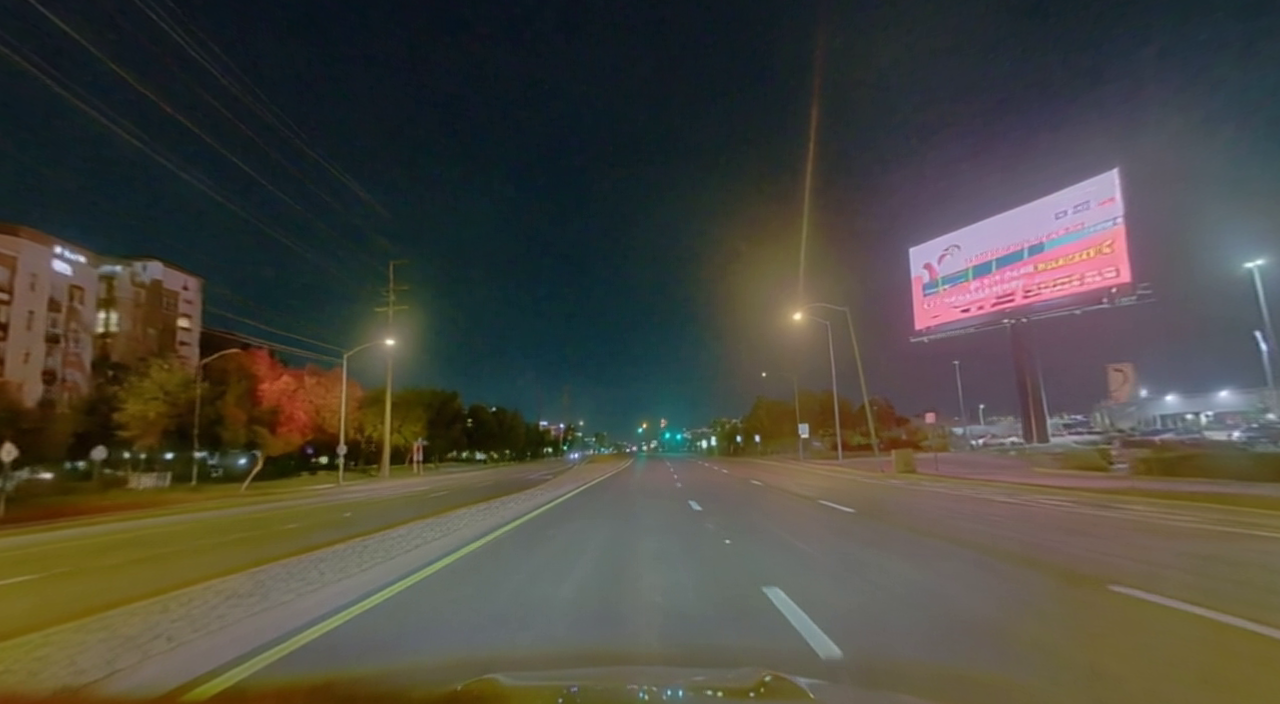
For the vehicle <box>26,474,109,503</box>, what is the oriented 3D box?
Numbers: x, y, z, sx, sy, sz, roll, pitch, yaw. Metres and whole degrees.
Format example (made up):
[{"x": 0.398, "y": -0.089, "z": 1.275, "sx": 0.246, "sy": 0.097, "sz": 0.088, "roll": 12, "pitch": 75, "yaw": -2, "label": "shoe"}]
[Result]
[{"x": -36.983, "y": 8.799, "z": 40.838, "sx": 1.736, "sy": 1.540, "sz": 3.854, "roll": 0, "pitch": -8, "yaw": 0, "label": "vehicle"}]
